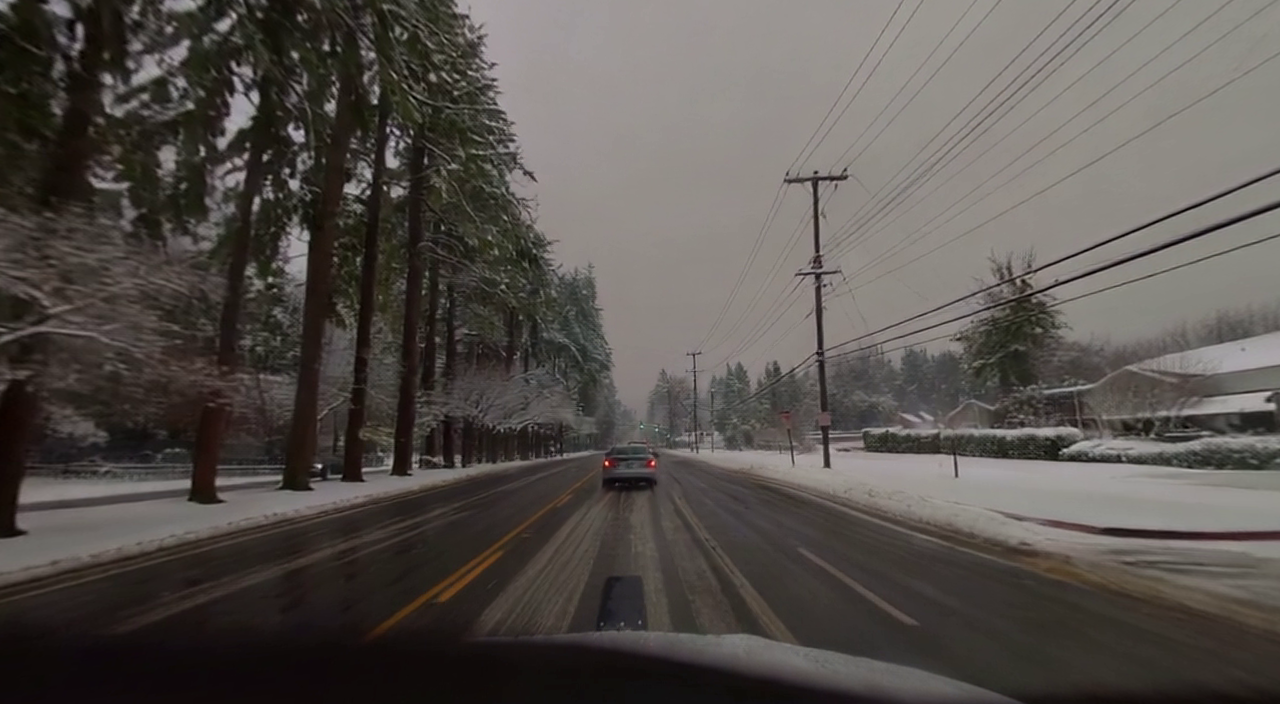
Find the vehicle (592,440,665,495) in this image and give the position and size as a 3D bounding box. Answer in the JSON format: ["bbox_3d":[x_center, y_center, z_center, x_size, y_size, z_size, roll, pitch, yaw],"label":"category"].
[{"bbox_3d":[-0.316,3.459,19.174,1.991,1.463,3.988,0,-8,0],"label":"vehicle"}]

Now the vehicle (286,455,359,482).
[{"bbox_3d":[-19.331,7.076,38.442,1.934,1.457,4.741,0,-9,1],"label":"vehicle"}]
